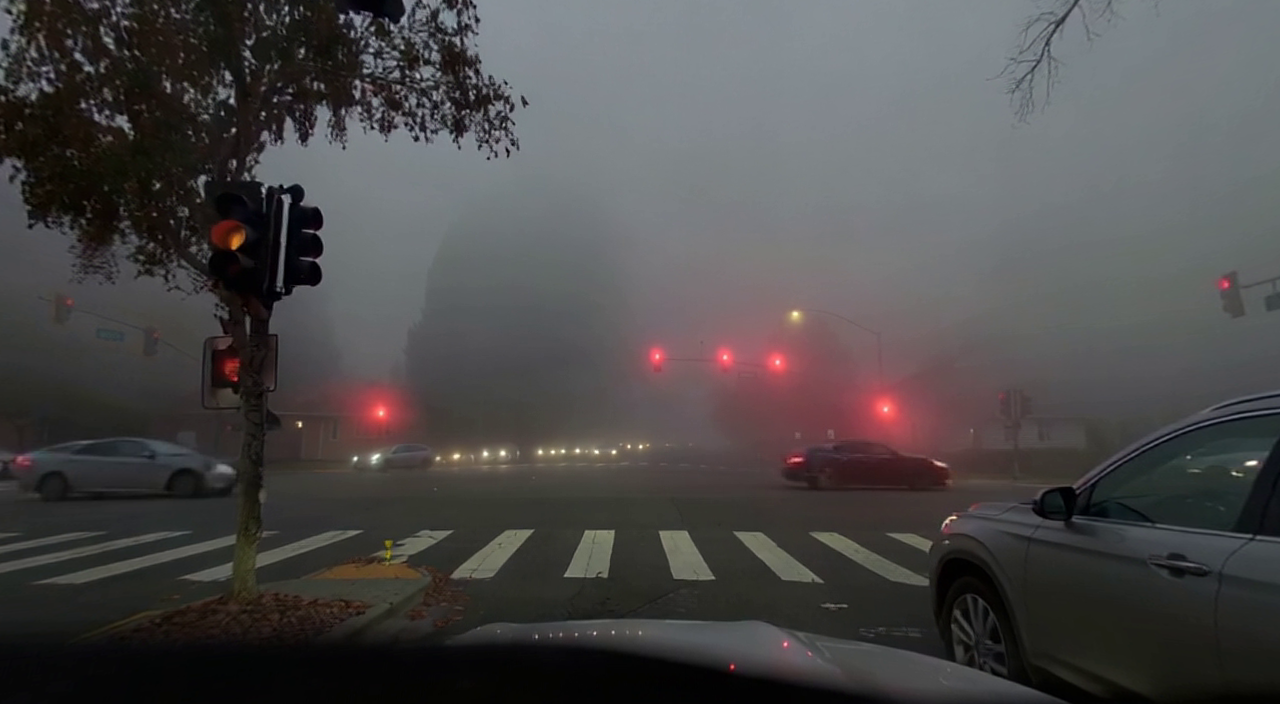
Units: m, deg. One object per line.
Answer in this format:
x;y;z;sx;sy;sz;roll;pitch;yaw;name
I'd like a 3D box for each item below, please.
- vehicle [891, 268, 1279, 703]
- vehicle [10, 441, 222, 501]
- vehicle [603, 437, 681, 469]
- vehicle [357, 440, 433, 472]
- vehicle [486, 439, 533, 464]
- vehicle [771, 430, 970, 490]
2.718;0.705;1.731;2.085;1.800;4.908;0;-9;1;vehicle
-13.710;3.106;16.735;3.894;1.487;1.863;0;-8;-1;vehicle
0.204;5.506;34.560;2.130;1.633;4.532;-5;-10;32;vehicle
-14.670;6.266;38.175;2.065;1.775;4.667;-2;-9;10;vehicle
-8.933;6.864;43.673;2.028;1.654;5.027;0;-9;1;vehicle
7.057;3.366;19.792;5.403;1.759;2.040;0;-8;0;vehicle
